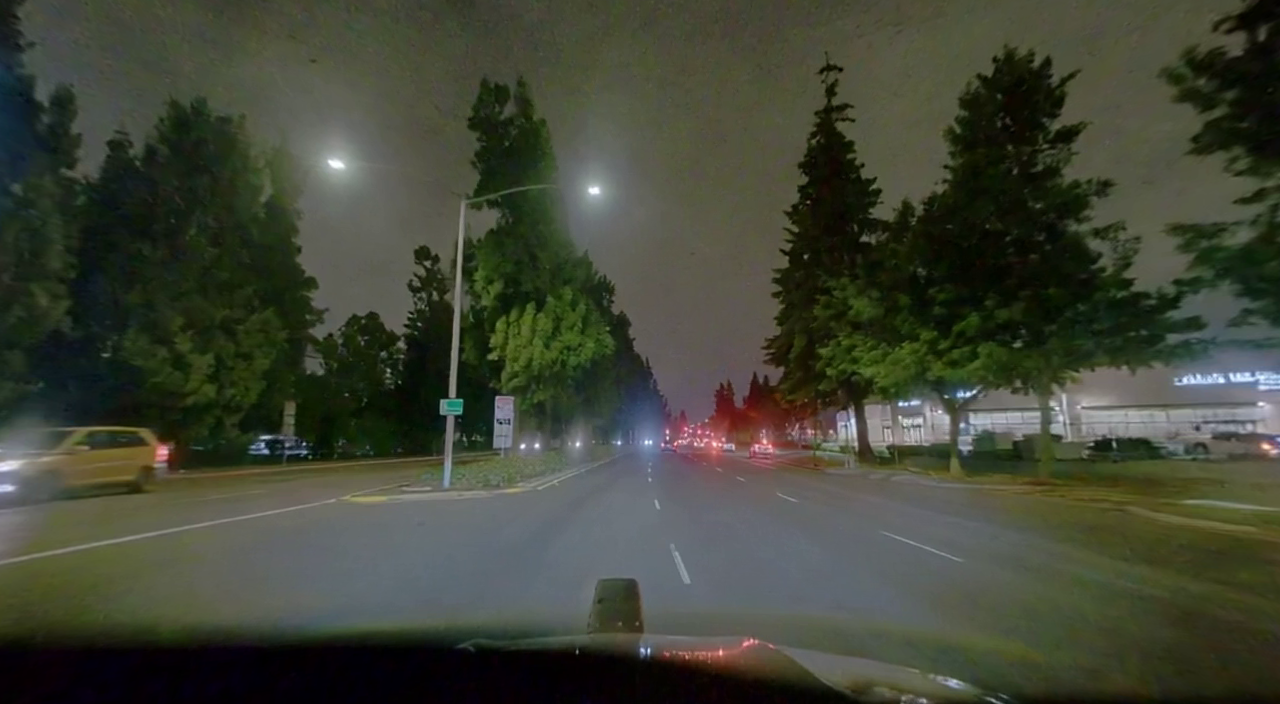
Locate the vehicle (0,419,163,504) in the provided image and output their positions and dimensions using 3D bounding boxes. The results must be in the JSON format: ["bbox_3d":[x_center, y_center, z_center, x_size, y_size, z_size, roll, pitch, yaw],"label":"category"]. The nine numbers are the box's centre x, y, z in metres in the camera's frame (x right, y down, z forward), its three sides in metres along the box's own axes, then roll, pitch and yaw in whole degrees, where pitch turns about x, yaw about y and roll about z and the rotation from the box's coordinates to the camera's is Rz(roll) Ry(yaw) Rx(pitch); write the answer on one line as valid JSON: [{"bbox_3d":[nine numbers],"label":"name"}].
[{"bbox_3d":[-15.535,2.749,16.023,2.263,1.887,5.933,0,-8,-1],"label":"vehicle"}]
